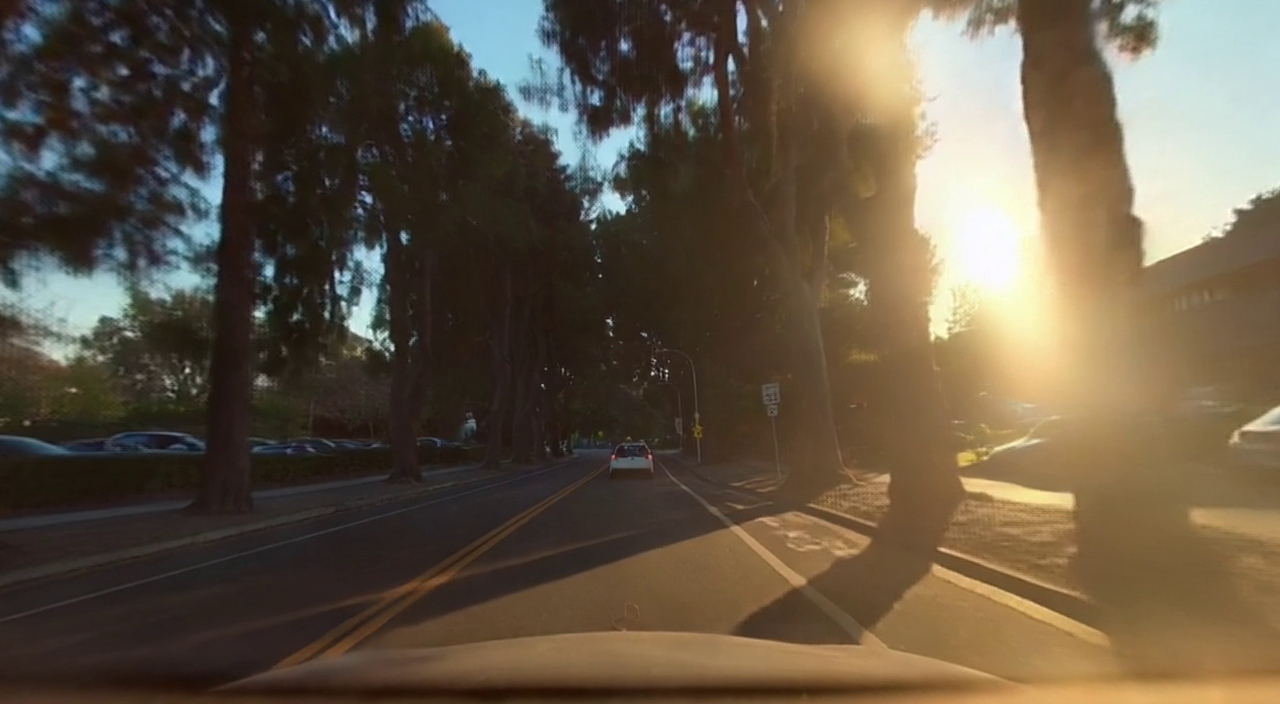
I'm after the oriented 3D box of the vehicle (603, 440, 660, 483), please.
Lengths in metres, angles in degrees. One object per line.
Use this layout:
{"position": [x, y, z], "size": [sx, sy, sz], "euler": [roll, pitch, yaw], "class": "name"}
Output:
{"position": [-0.349, 4.406, 25.848], "size": [2.152, 1.574, 4.223], "euler": [0, -8, -1], "class": "vehicle"}
